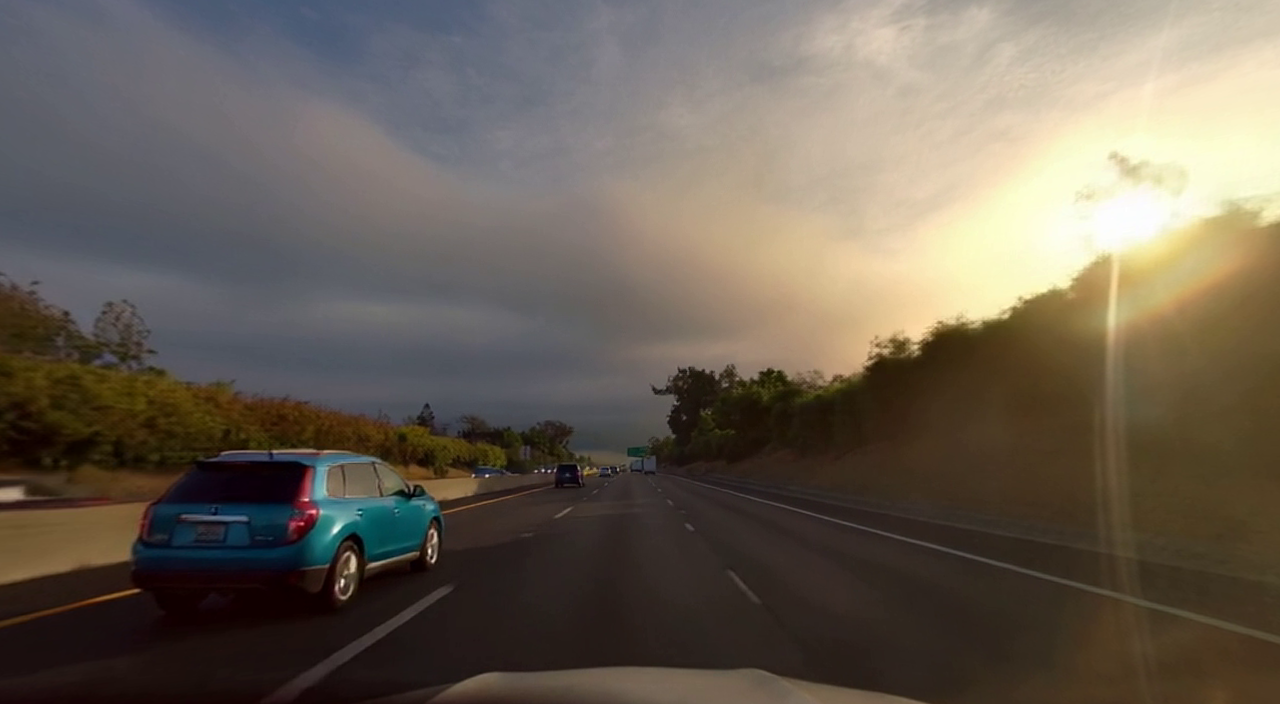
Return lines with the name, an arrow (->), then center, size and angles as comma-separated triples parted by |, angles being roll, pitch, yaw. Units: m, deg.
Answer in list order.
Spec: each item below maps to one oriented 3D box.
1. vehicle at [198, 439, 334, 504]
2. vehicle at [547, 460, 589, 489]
vehicle -> -20.284, 6.575, 34.858 | 2.904, 3.124, 7.327 | 1, -10, 0
vehicle -> -4.615, 7.984, 41.289 | 2.178, 1.736, 4.847 | 1, -10, 0
